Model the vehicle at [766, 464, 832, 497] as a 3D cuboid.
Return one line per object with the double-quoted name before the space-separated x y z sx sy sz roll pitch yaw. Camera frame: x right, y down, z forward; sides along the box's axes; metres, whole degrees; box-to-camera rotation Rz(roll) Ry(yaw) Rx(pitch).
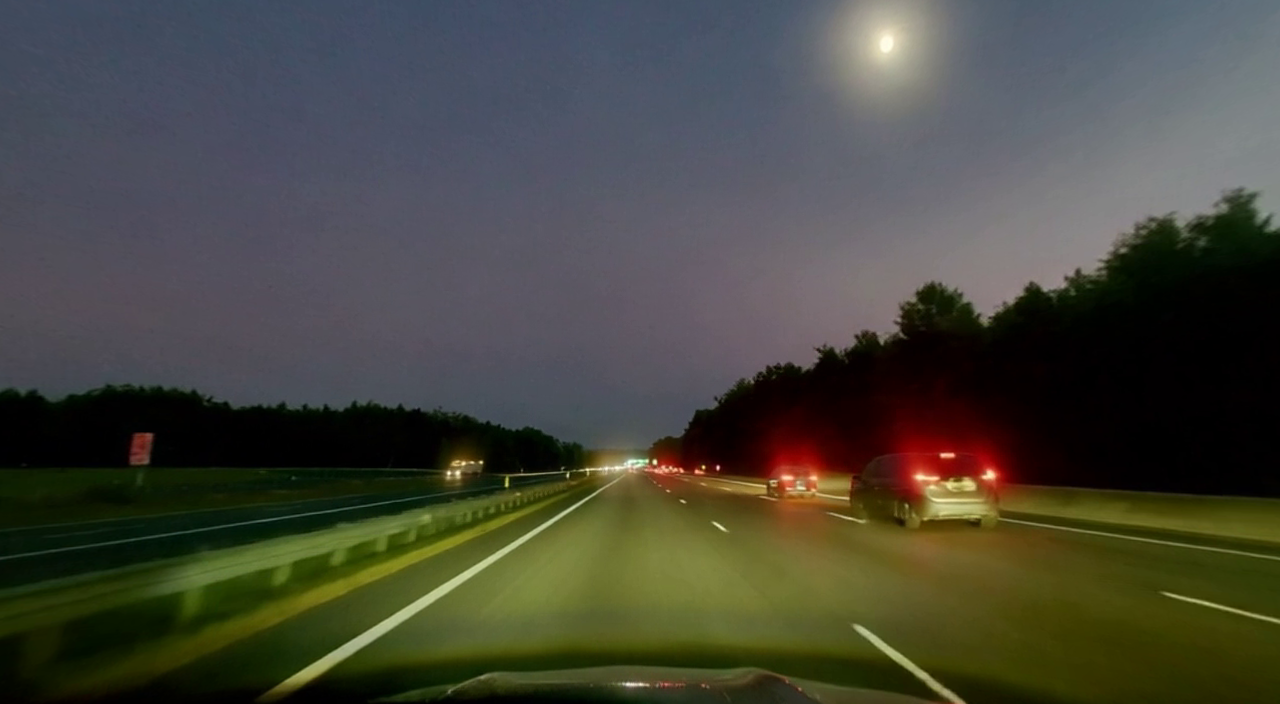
"vehicle" 7.730 6.303 31.092 2.024 1.476 4.352 1 -10 -1
